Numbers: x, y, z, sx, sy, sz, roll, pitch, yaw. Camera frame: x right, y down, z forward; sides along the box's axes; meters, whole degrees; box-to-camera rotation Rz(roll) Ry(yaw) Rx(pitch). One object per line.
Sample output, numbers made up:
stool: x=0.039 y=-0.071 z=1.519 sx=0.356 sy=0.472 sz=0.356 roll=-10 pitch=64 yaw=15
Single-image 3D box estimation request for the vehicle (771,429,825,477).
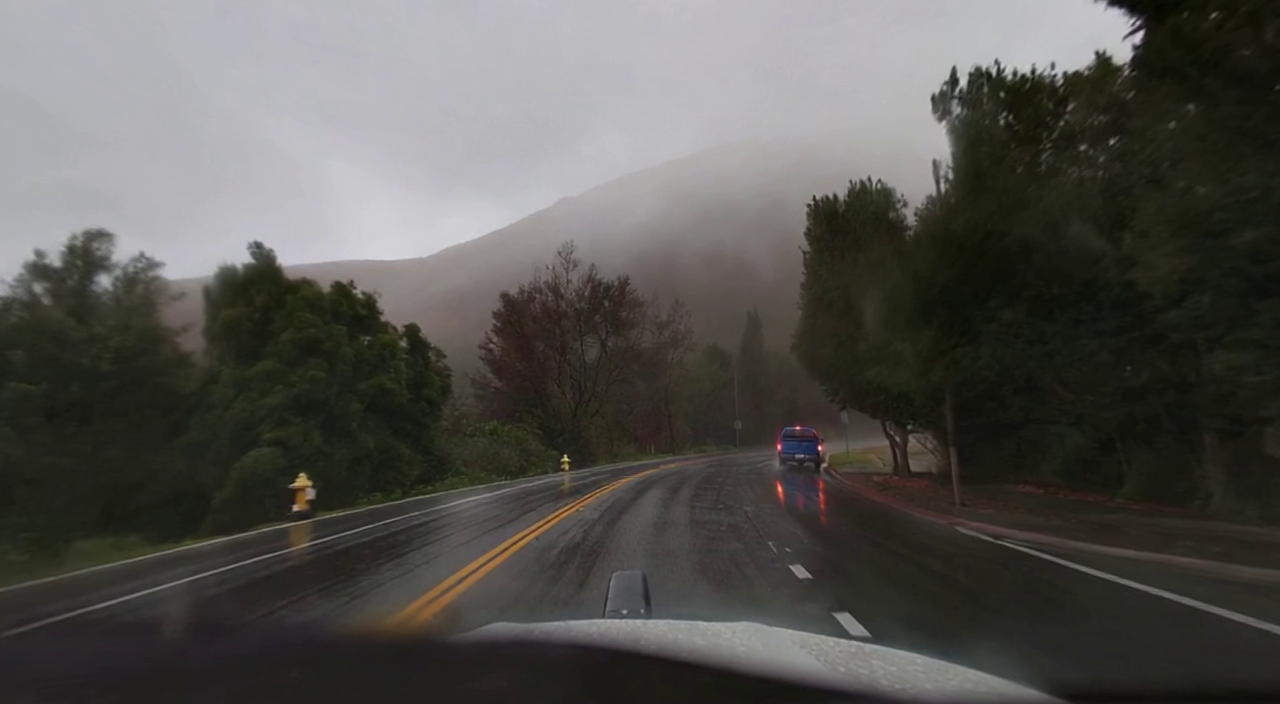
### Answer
vehicle: x=6.573 y=4.167 z=26.437 sx=1.992 sy=1.817 sz=4.467 roll=-1 pitch=-8 yaw=12
